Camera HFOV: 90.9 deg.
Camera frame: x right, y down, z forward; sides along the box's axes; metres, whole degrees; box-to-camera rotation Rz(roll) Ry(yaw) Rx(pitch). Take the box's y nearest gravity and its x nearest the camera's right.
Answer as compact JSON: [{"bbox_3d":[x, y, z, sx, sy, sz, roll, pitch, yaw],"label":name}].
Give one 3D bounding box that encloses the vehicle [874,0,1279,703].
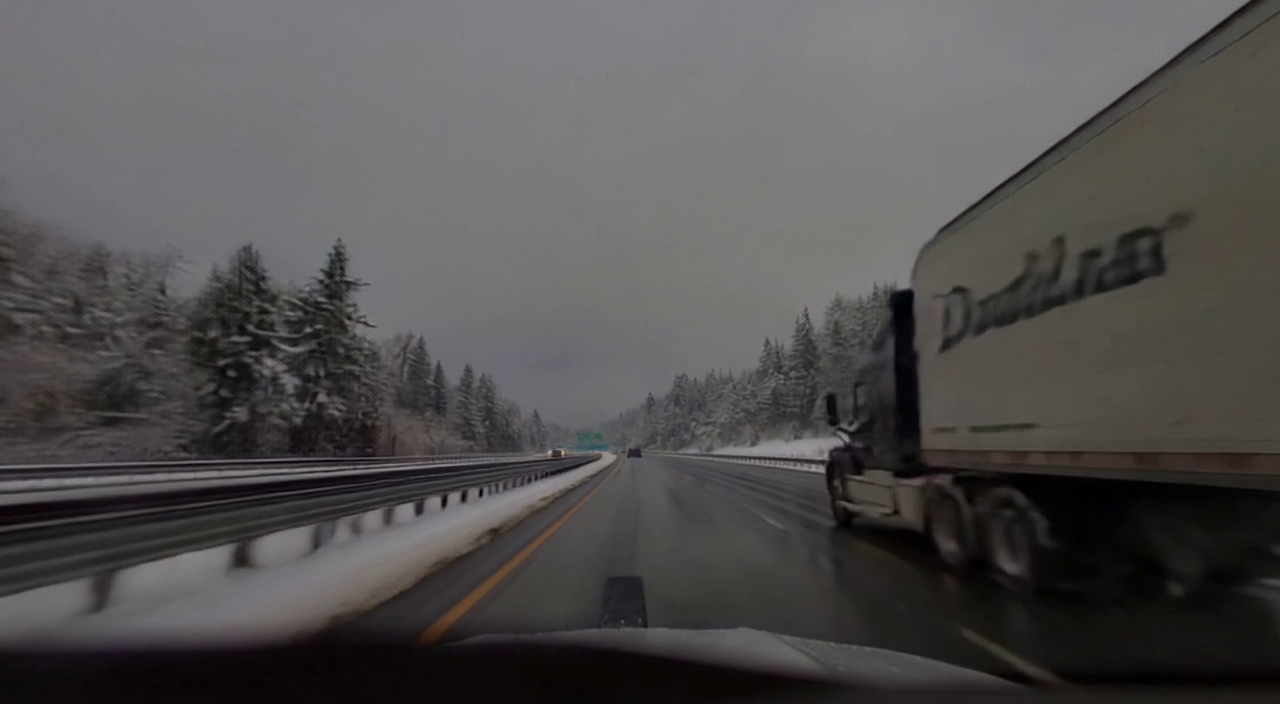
[{"bbox_3d":[4.011,-0.245,1.035,2.876,3.419,11.591,0,-9,0],"label":"vehicle"}]
